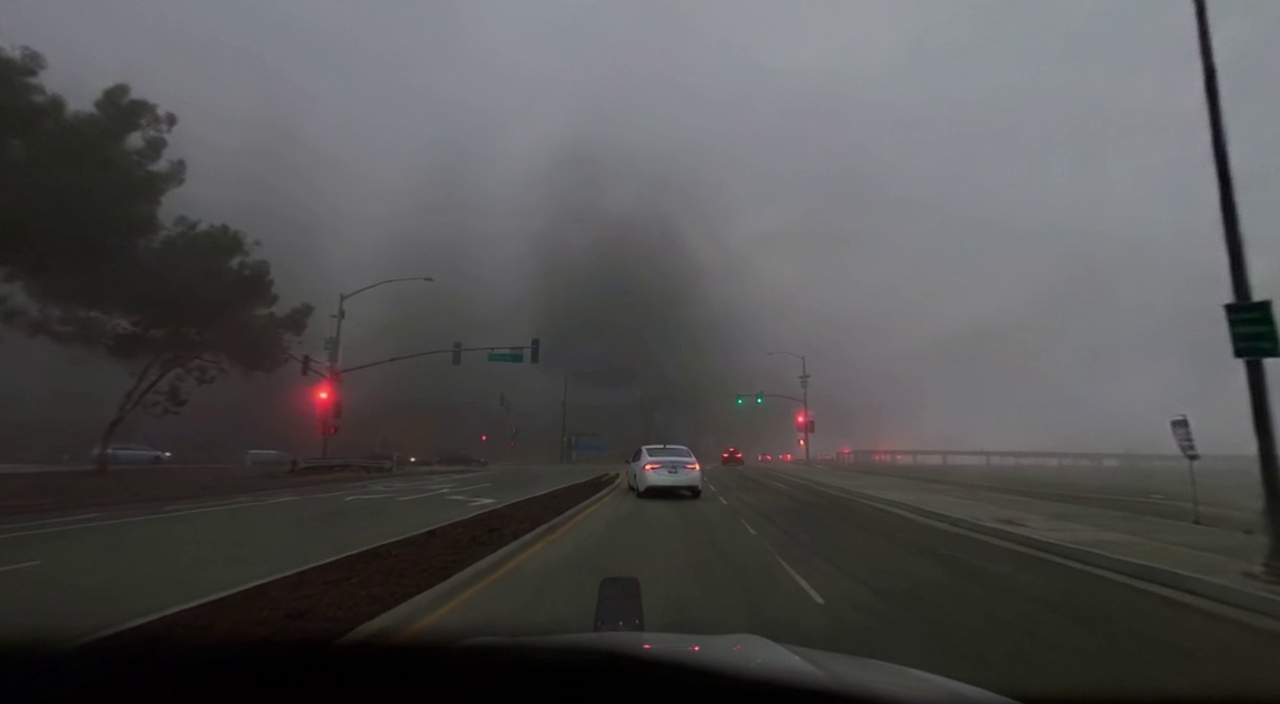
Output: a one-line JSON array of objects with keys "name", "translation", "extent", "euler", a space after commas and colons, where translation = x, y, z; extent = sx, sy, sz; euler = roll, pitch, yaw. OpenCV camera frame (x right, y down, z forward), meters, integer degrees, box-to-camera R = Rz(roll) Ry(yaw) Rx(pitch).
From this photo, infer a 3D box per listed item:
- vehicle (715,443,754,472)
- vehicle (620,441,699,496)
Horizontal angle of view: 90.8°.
[{"name": "vehicle", "translation": [6.322, 7.105, 42.692], "extent": [2.092, 1.851, 4.913], "euler": [0, -9, 2]}, {"name": "vehicle", "translation": [0.690, 3.555, 19.699], "extent": [2.173, 1.479, 4.264], "euler": [-1, -9, 4]}]
